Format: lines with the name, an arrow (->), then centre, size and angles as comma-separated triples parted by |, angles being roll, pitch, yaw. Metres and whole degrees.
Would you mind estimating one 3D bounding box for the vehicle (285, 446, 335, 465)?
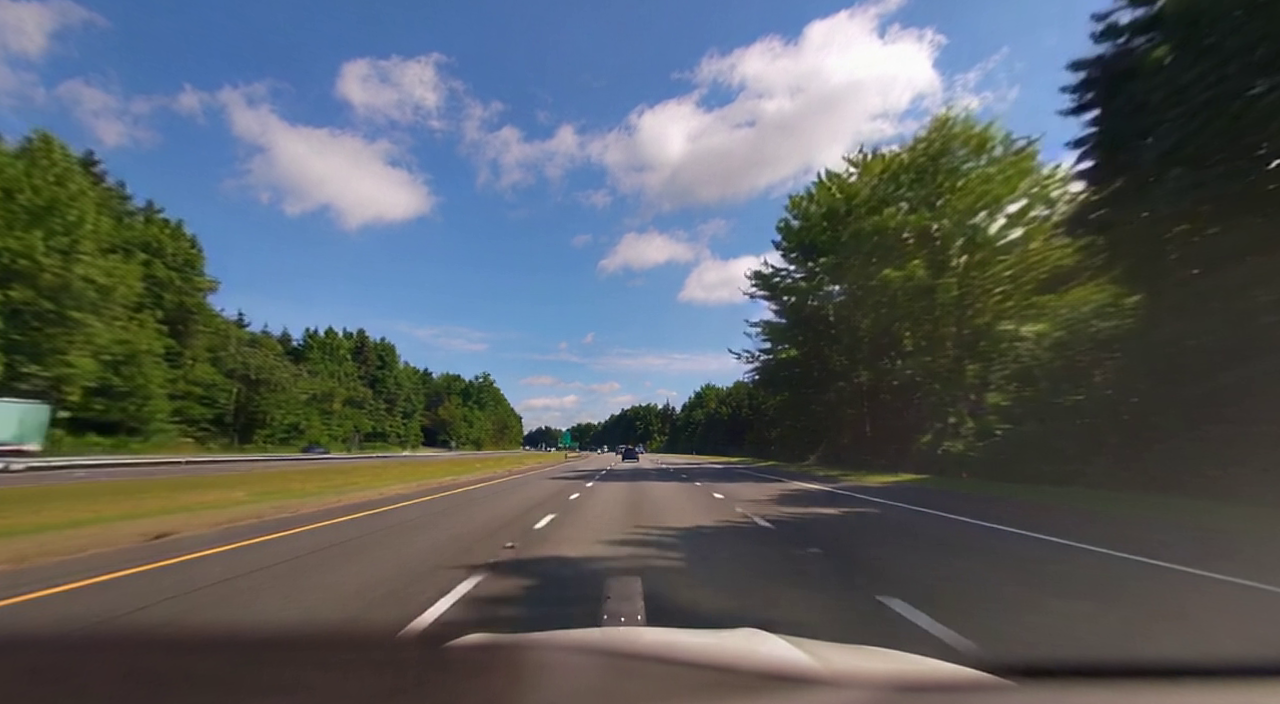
vehicle -> -25.564, 8.023, 49.005 | 1.985, 1.458, 4.373 | 1, -9, -8
